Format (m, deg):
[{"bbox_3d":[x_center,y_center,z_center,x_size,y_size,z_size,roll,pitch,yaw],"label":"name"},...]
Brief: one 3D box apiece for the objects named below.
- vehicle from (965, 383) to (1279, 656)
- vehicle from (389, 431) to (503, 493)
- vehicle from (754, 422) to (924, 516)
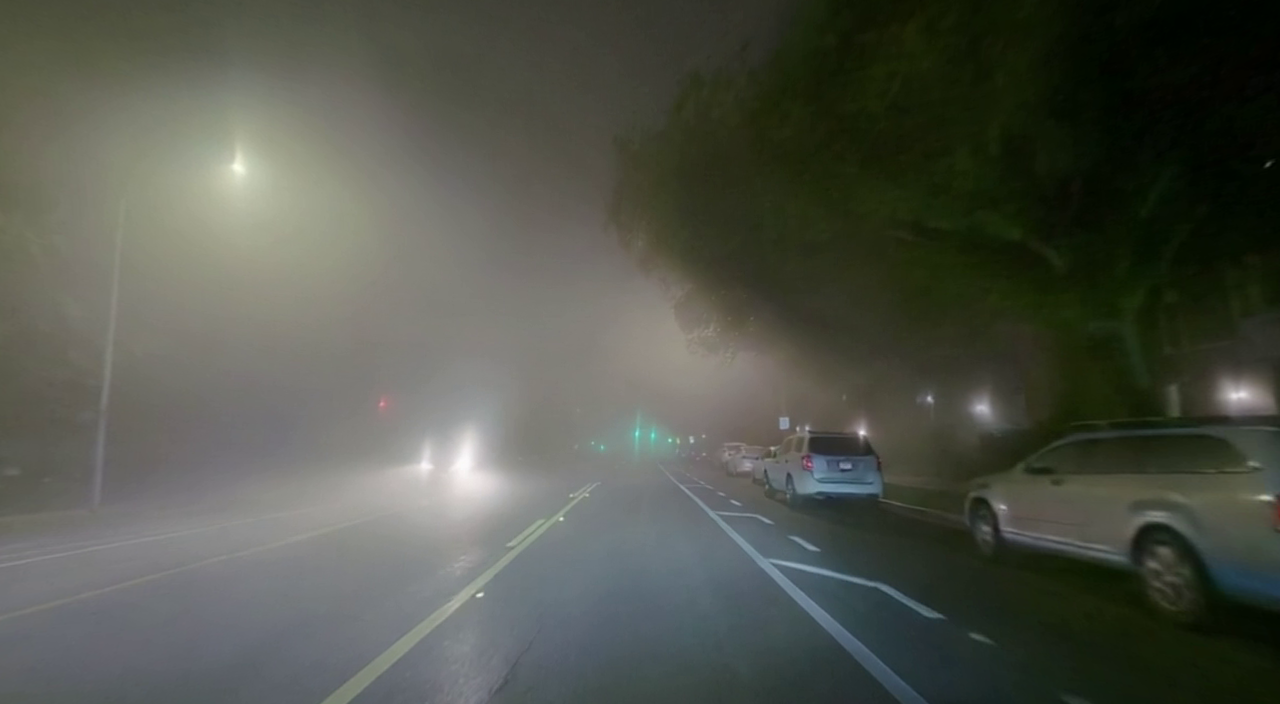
[{"bbox_3d":[5.143,1.295,5.487,2.039,1.752,4.686,0,-9,-1],"label":"vehicle"},{"bbox_3d":[-6.687,3.877,22.681,2.105,1.919,6.049,0,-8,0],"label":"vehicle"},{"bbox_3d":[4.130,2.511,14.047,2.272,1.744,4.324,0,-9,-1],"label":"vehicle"}]
